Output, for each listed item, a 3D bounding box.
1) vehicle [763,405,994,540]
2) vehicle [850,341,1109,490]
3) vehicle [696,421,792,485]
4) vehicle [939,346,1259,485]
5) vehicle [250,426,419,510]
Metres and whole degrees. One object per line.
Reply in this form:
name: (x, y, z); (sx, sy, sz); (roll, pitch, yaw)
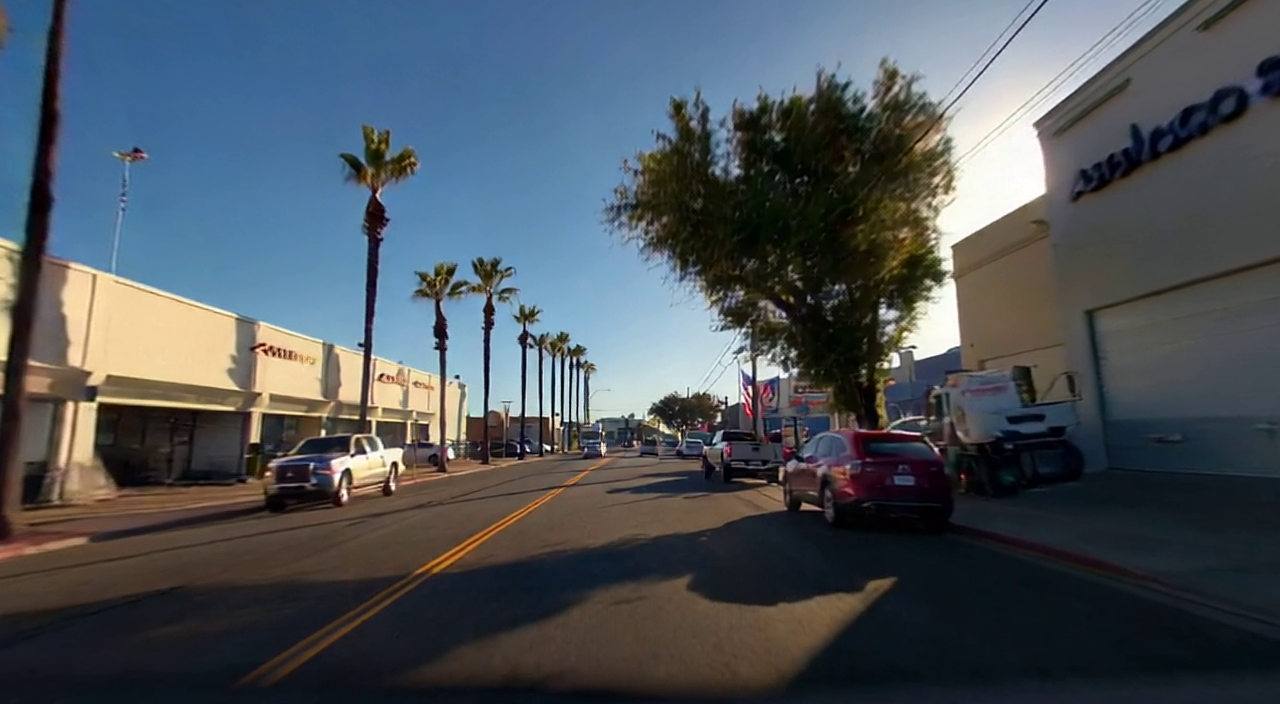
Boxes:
vehicle: (3.701, 1.975, 10.995); (2.098, 1.816, 4.709); (0, -8, -1)
vehicle: (8.074, 1.776, 16.381); (2.993, 3.033, 6.781); (-1, -8, 1)
vehicle: (3.524, 3.587, 22.818); (2.345, 1.969, 6.070); (0, -8, -1)
vehicle: (11.464, 1.913, 17.115); (2.840, 2.807, 7.405); (-3, -9, -1)
vehicle: (-8.093, 3.103, 17.476); (2.105, 1.836, 5.338); (-2, -8, -1)
